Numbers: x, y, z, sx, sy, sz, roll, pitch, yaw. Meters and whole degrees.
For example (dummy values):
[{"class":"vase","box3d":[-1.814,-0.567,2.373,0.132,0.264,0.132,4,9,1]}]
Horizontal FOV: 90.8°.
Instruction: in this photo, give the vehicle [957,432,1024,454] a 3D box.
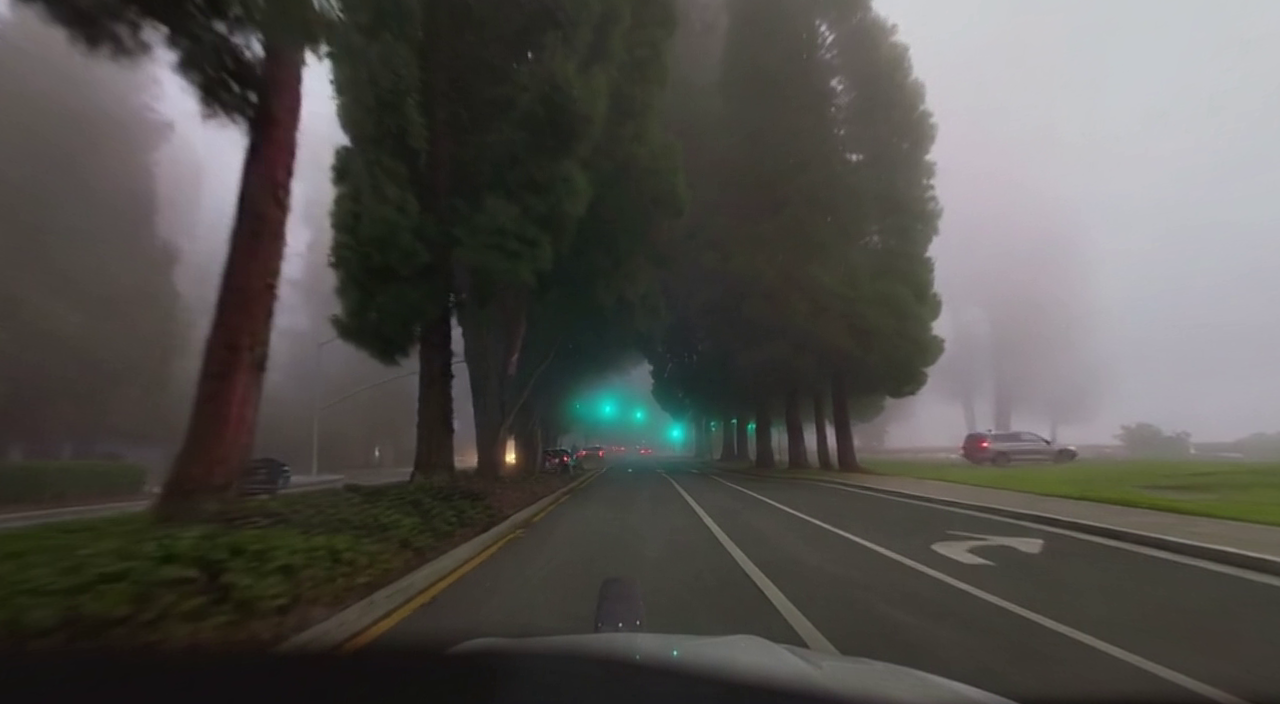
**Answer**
[{"class":"vehicle","box3d":[27.183,7.071,49.151,4.031,1.620,1.885,-1,-9,8]}]

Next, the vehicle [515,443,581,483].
[{"class":"vehicle","box3d":[-3.564,4.379,25.268,1.932,1.431,4.144,0,-9,1]}]

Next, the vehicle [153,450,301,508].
[{"class":"vehicle","box3d":[-14.589,4.466,22.769,2.070,1.782,4.735,0,-9,1]}]
